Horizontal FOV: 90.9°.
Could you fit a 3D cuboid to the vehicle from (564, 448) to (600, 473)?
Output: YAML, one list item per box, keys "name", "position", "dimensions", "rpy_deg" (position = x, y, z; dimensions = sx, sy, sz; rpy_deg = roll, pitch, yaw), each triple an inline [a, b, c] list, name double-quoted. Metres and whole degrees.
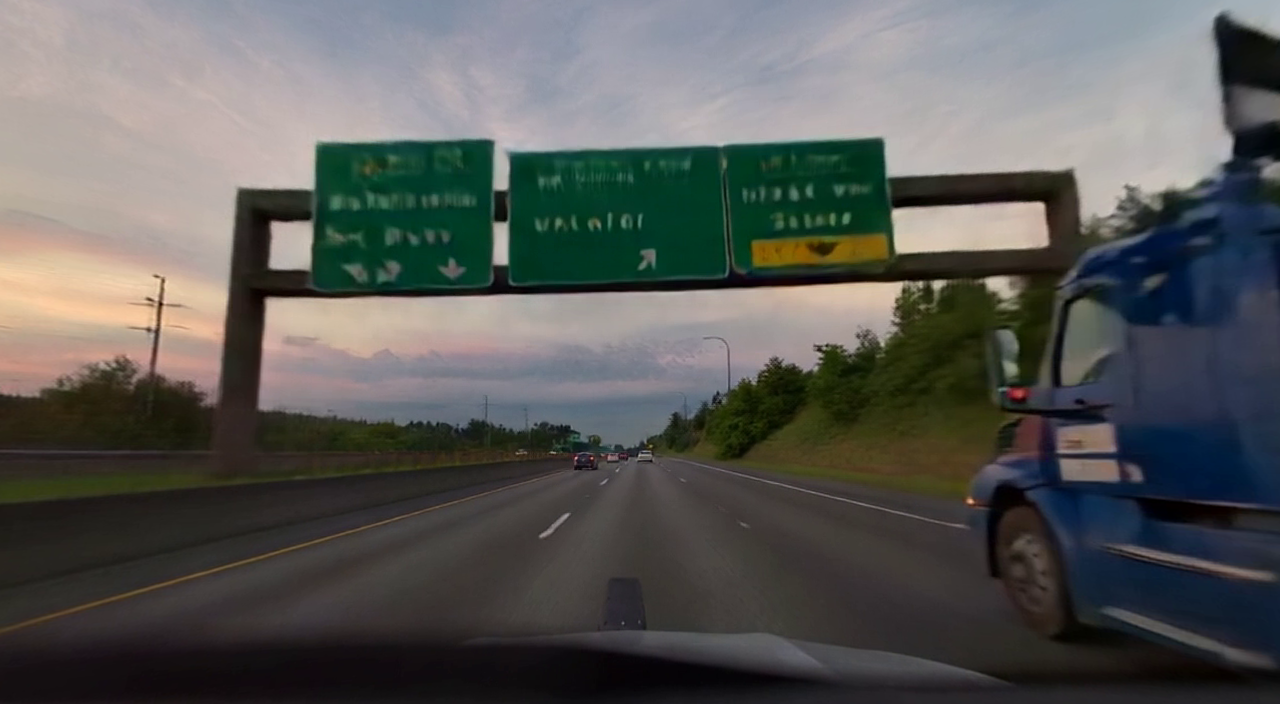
- name: "vehicle"
  position: [-3.630, 6.885, 40.074]
  dimensions: [1.918, 1.510, 4.006]
  rpy_deg: [0, -9, 0]

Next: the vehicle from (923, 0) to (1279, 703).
- name: "vehicle"
  position: [4.201, -0.285, 2.594]
  dimensions: [3.140, 4.000, 6.033]
  rpy_deg: [0, -9, 0]
